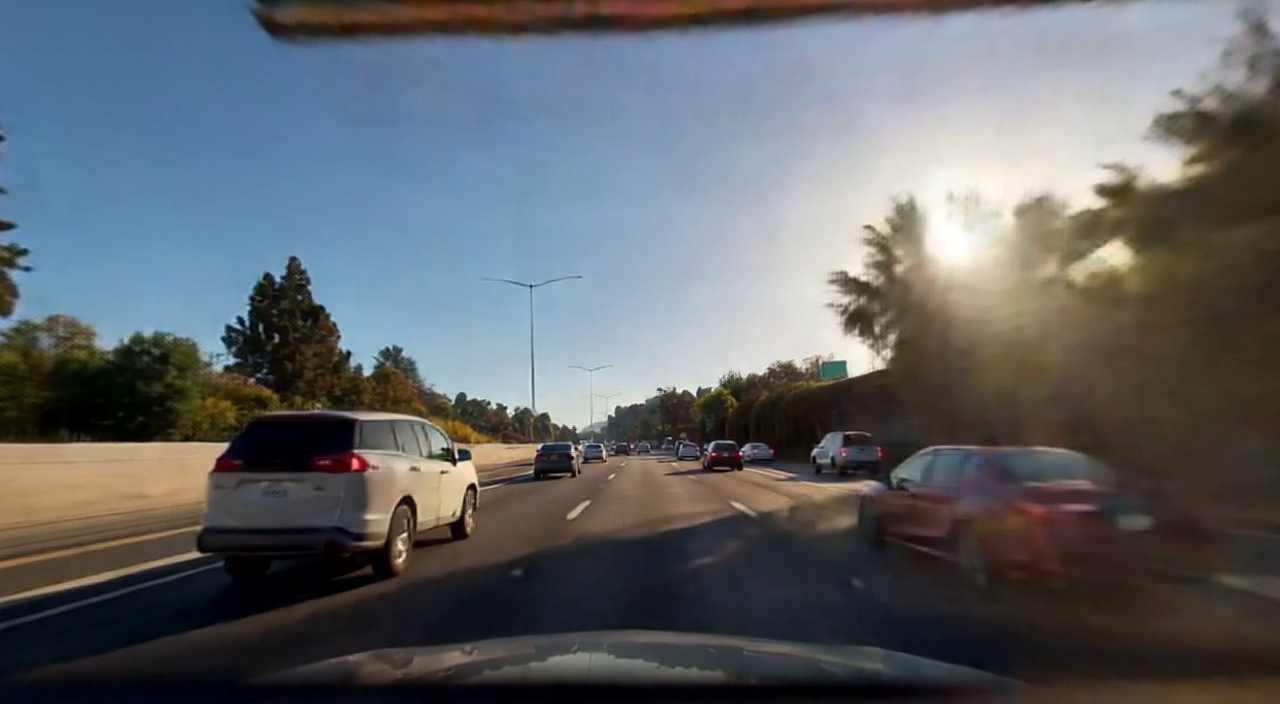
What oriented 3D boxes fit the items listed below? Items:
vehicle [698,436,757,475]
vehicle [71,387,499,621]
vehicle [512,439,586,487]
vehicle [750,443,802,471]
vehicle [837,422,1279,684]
[{"bbox_3d":[4.182,5.041,30.971,2.144,1.752,4.765,0,-8,-1],"label":"vehicle"},{"bbox_3d":[-3.239,1.500,7.232,2.139,1.764,4.707,0,-8,0],"label":"vehicle"},{"bbox_3d":[-3.293,4.128,23.916,1.974,1.589,5.047,-1,-8,1],"label":"vehicle"},{"bbox_3d":[7.788,6.032,36.597,1.904,1.473,4.598,0,-8,-1],"label":"vehicle"},{"bbox_3d":[3.746,1.496,6.067,2.040,1.461,4.822,0,-8,-1],"label":"vehicle"}]
